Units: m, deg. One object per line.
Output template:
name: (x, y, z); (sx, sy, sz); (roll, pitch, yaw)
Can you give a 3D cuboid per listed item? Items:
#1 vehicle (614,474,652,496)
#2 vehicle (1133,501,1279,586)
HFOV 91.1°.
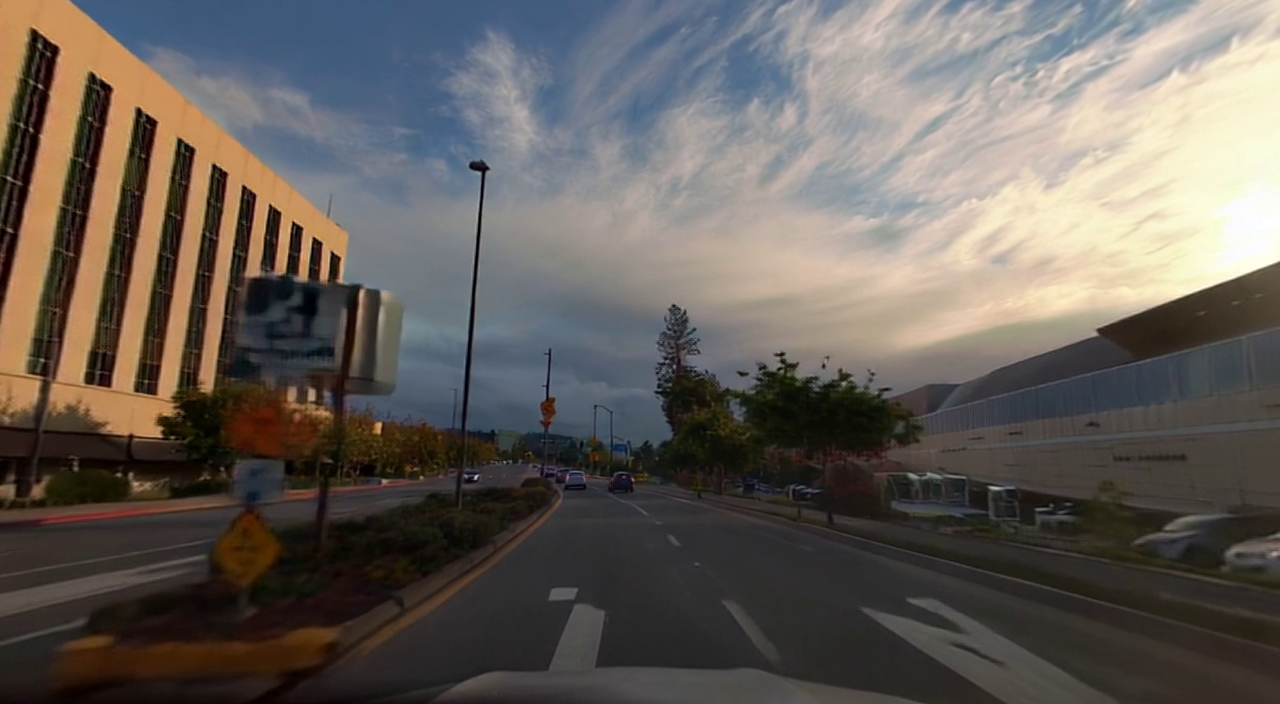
vehicle: (-0.451, 7.828, 37.030); (1.775, 1.186, 2.933); (2, -11, -11)
vehicle: (12.640, 3.751, 12.504); (3.937, 1.417, 1.870); (-1, -11, 5)
